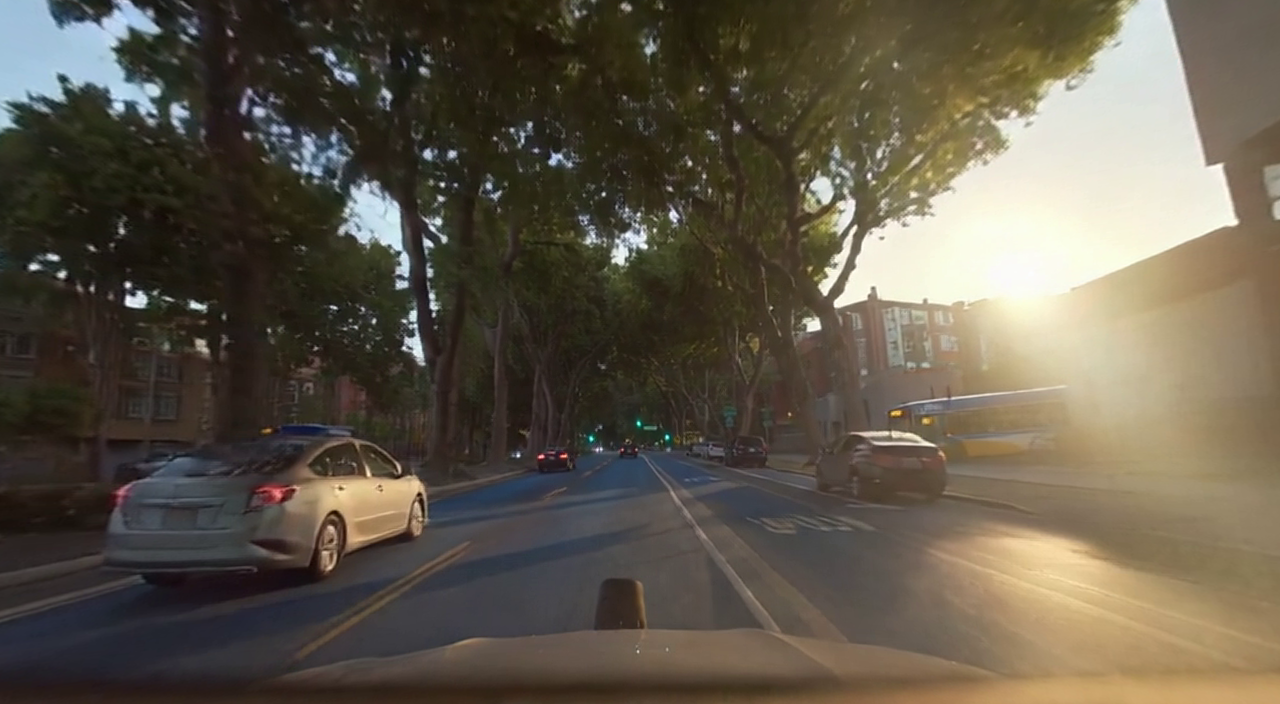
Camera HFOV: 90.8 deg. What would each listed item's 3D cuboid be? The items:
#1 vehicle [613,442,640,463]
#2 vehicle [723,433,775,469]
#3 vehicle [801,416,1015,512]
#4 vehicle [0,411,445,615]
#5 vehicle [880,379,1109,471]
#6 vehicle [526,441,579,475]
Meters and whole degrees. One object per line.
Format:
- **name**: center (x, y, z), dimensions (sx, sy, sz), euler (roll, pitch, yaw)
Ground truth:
- **vehicle**: center (-1.020, 7.589, 47.814), dimensions (1.999, 1.520, 3.896), euler (0, -9, -1)
- **vehicle**: center (5.868, 5.417, 34.597), dimensions (1.945, 1.829, 4.305), euler (0, -9, -2)
- **vehicle**: center (5.913, 2.601, 15.193), dimensions (2.390, 1.816, 6.050), euler (0, -9, -1)
- **vehicle**: center (-3.870, 1.554, 7.075), dimensions (1.995, 1.524, 4.438), euler (0, -9, 0)
- **vehicle**: center (14.816, 3.095, 26.890), dimensions (7.722, 2.908, 3.067), euler (-6, -7, -4)
- **vehicle**: center (-4.118, 5.063, 30.424), dimensions (1.934, 1.522, 4.287), euler (0, -9, 0)
